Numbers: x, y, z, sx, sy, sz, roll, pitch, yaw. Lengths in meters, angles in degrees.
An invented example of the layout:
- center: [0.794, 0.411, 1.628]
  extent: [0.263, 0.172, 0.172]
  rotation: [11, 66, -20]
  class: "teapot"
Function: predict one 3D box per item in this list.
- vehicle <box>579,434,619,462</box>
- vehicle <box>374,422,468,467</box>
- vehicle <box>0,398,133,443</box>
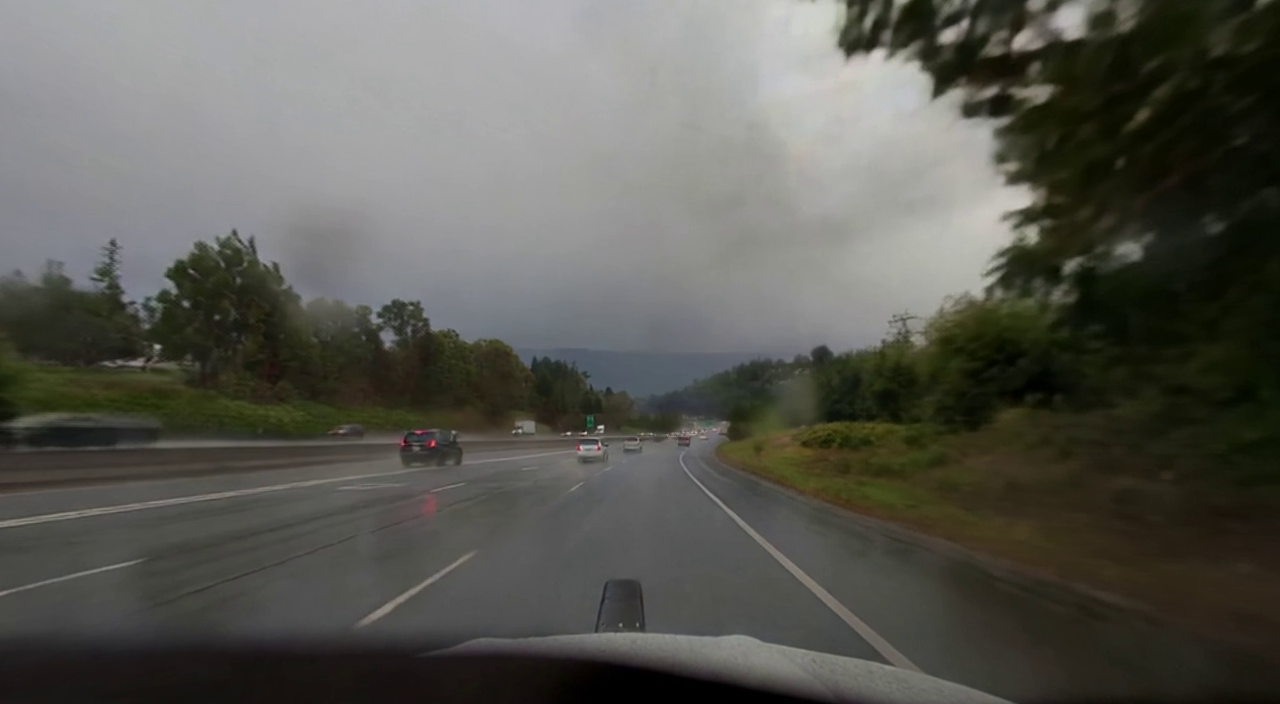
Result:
- center: [-2.610, 6.302, 41.286]
  extent: [2.035, 1.673, 4.469]
  rotation: [0, -9, 4]
  class: "vehicle"
- center: [-10.410, 4.484, 30.484]
  extent: [2.264, 1.980, 5.574]
  rotation: [0, -9, 3]
  class: "vehicle"
- center: [-26.165, 3.138, 27.914]
  extent: [2.225, 1.760, 5.969]
  rotation: [0, -9, 2]
  class: "vehicle"
